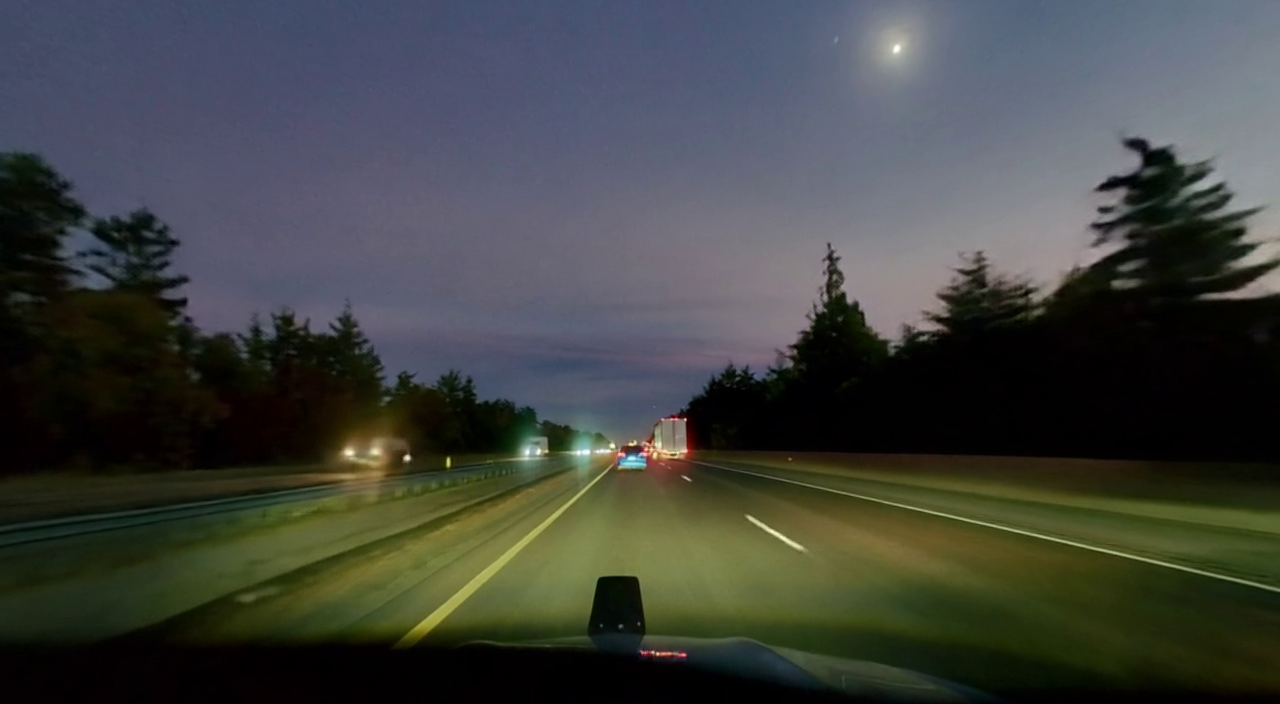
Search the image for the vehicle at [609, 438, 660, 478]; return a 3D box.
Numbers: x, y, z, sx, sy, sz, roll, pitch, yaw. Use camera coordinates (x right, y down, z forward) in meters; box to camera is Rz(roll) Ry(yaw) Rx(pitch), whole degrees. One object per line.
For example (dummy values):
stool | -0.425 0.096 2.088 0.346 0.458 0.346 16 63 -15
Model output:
vehicle | -0.273 4.884 29.193 2.190 1.706 4.062 0 -9 -1
